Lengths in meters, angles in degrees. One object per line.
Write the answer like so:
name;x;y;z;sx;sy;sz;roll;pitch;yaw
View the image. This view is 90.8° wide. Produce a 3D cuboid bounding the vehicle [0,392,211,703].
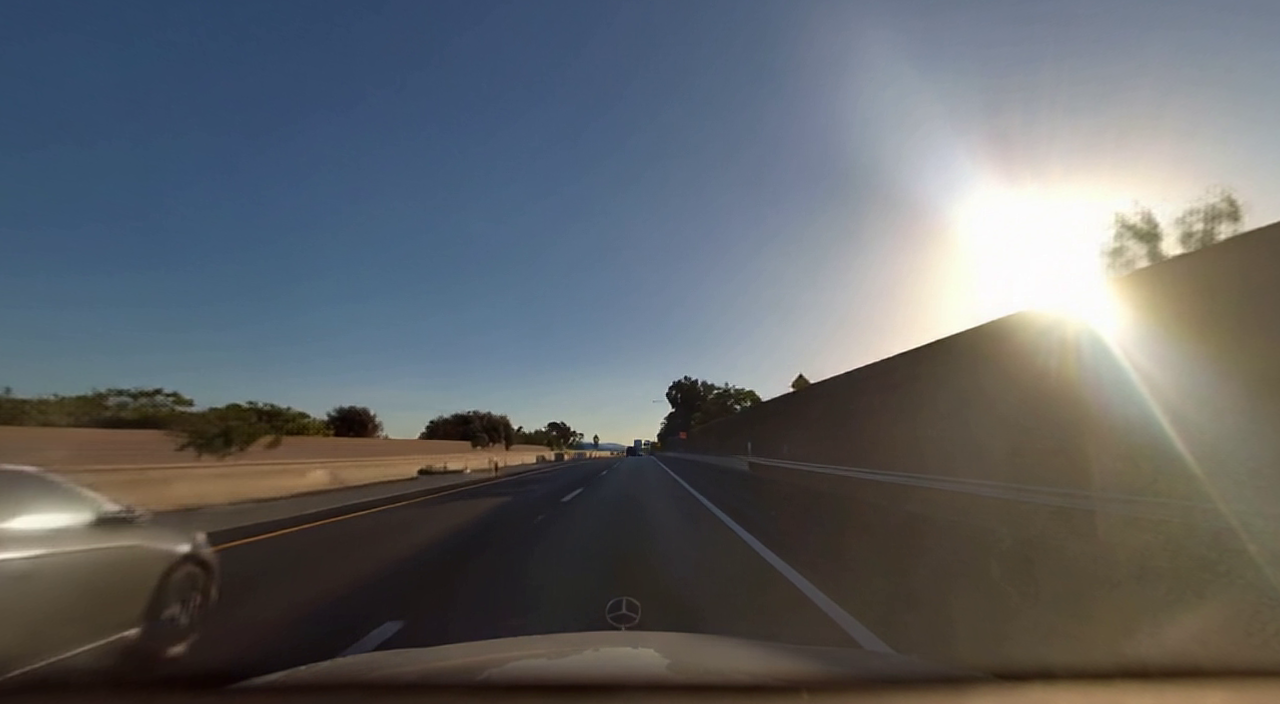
vehicle;-4.067;0.922;2.457;1.844;1.620;4.142;0;-9;0
